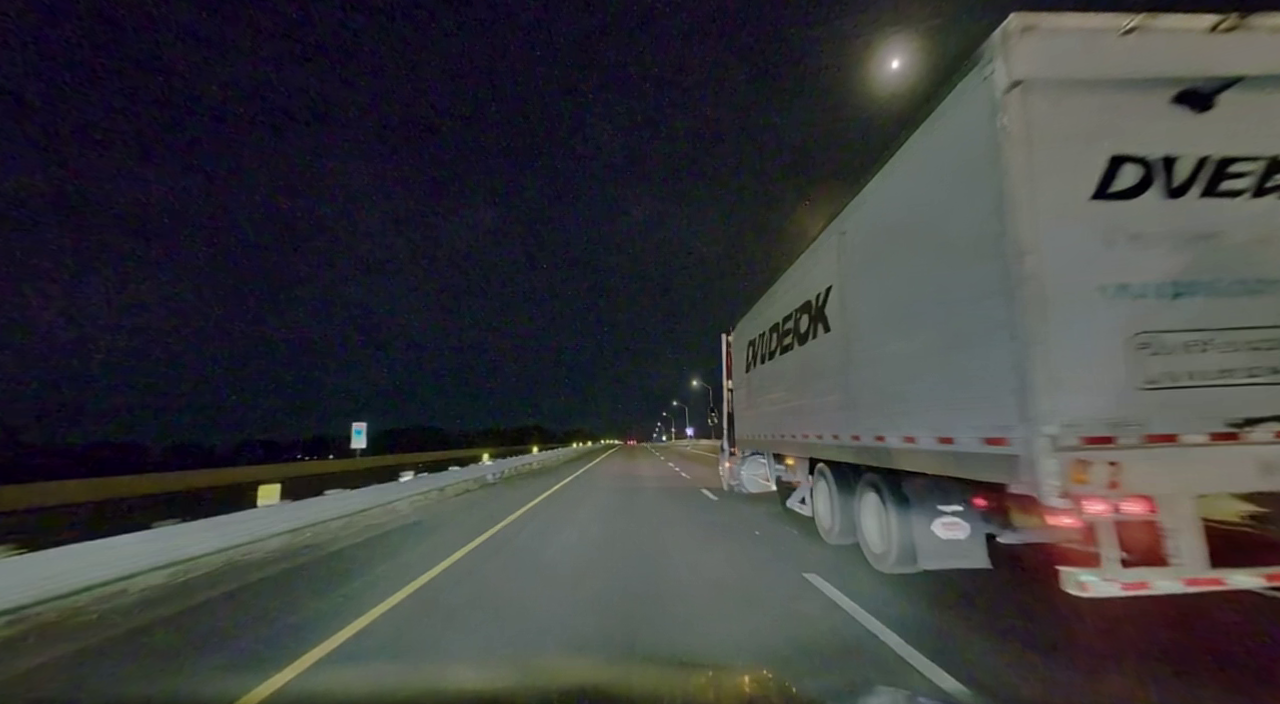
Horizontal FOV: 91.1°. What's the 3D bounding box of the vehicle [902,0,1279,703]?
[{"bbox_3d":[4.004,-0.665,1.255,2.946,4.135,8.808,0,-8,-1],"label":"vehicle"}]
